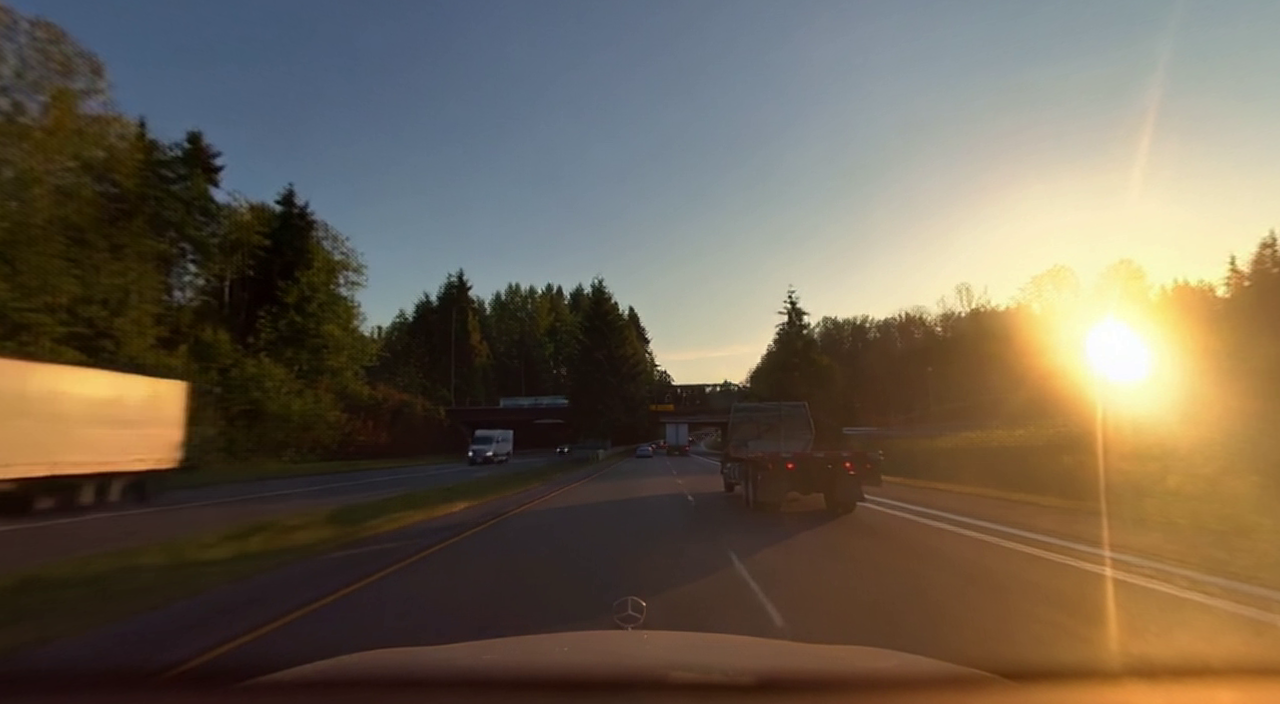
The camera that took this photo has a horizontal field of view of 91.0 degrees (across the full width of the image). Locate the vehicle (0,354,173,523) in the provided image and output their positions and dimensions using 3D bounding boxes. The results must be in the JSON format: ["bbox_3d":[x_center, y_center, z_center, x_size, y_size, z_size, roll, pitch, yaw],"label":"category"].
[{"bbox_3d":[-16.877,1.869,13.727,2.848,4.037,13.496,0,-8,1],"label":"vehicle"}]

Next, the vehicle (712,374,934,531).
[{"bbox_3d":[3.214,2.016,13.042,2.677,2.439,6.402,0,-8,0],"label":"vehicle"}]
